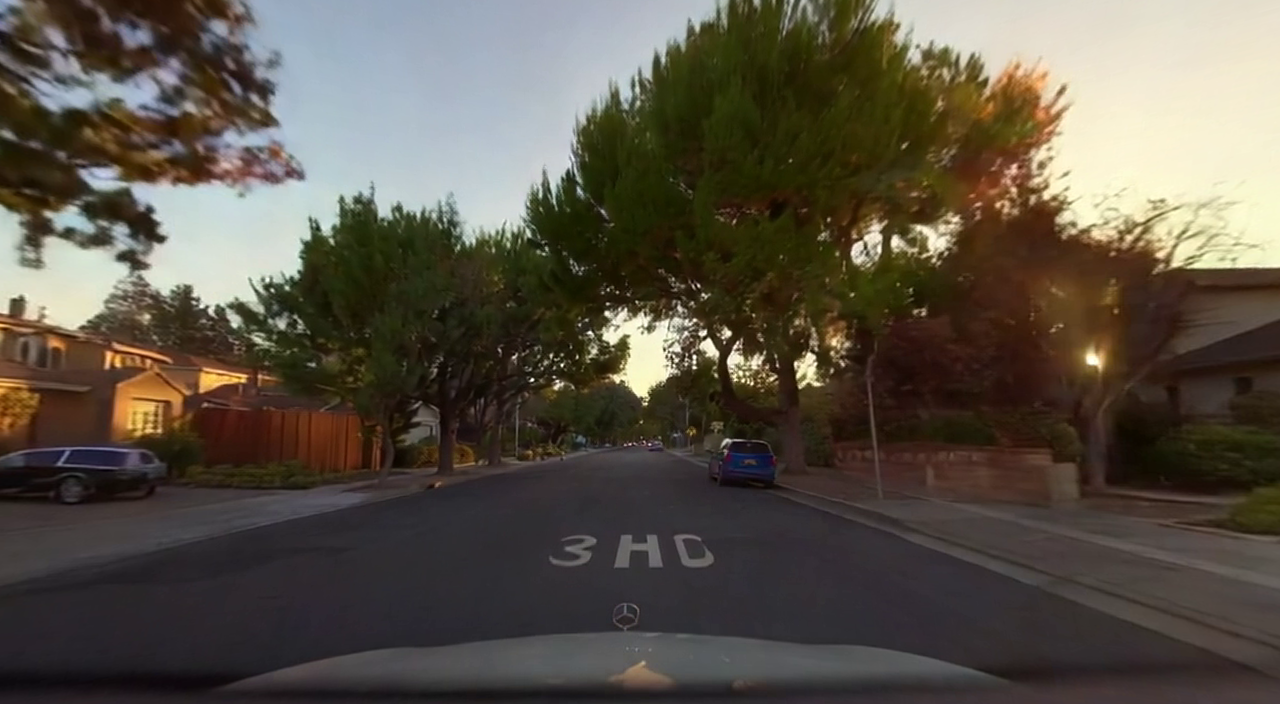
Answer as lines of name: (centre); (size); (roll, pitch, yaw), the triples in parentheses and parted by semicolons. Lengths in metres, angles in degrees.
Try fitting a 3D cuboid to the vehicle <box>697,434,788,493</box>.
vehicle: (3.069, 3.433, 19.770); (2.114, 1.633, 4.042); (0, -8, -1)
